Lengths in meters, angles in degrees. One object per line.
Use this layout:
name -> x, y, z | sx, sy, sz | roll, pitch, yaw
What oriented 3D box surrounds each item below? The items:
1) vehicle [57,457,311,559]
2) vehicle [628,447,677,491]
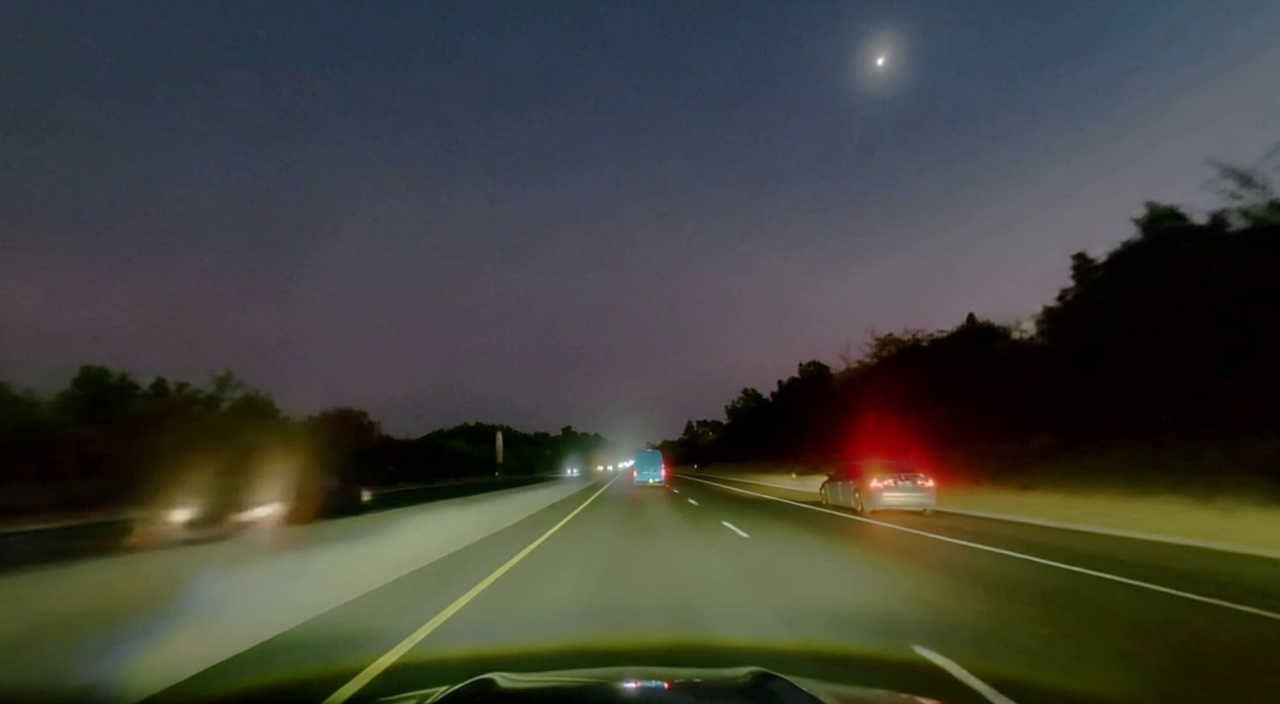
vehicle -> -8.172, 2.812, 11.868 | 1.856, 1.540, 3.882 | 1, -11, -1
vehicle -> 0.608, 6.408, 34.508 | 2.429, 2.167, 4.558 | 1, -11, -2
